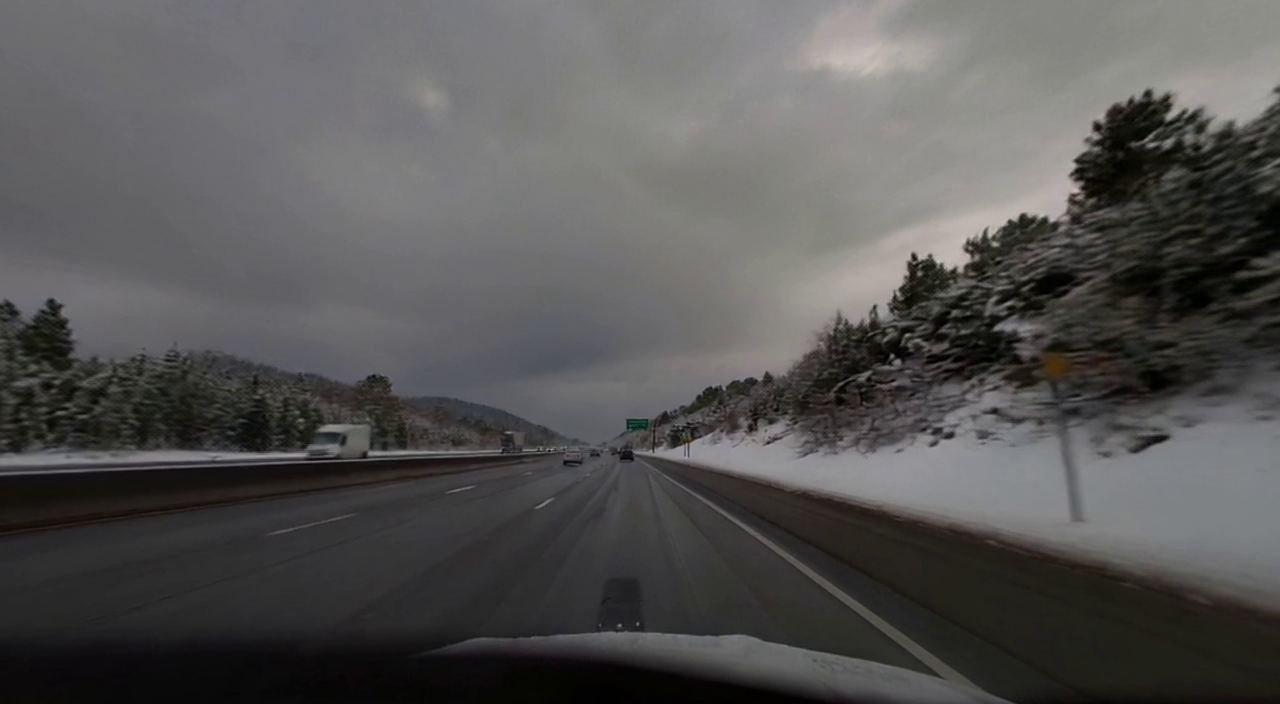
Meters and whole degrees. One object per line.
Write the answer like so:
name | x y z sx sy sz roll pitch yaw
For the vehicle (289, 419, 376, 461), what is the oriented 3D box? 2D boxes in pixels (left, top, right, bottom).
vehicle | -20.401 5.954 42.356 2.611 2.525 6.488 0 -9 -1
